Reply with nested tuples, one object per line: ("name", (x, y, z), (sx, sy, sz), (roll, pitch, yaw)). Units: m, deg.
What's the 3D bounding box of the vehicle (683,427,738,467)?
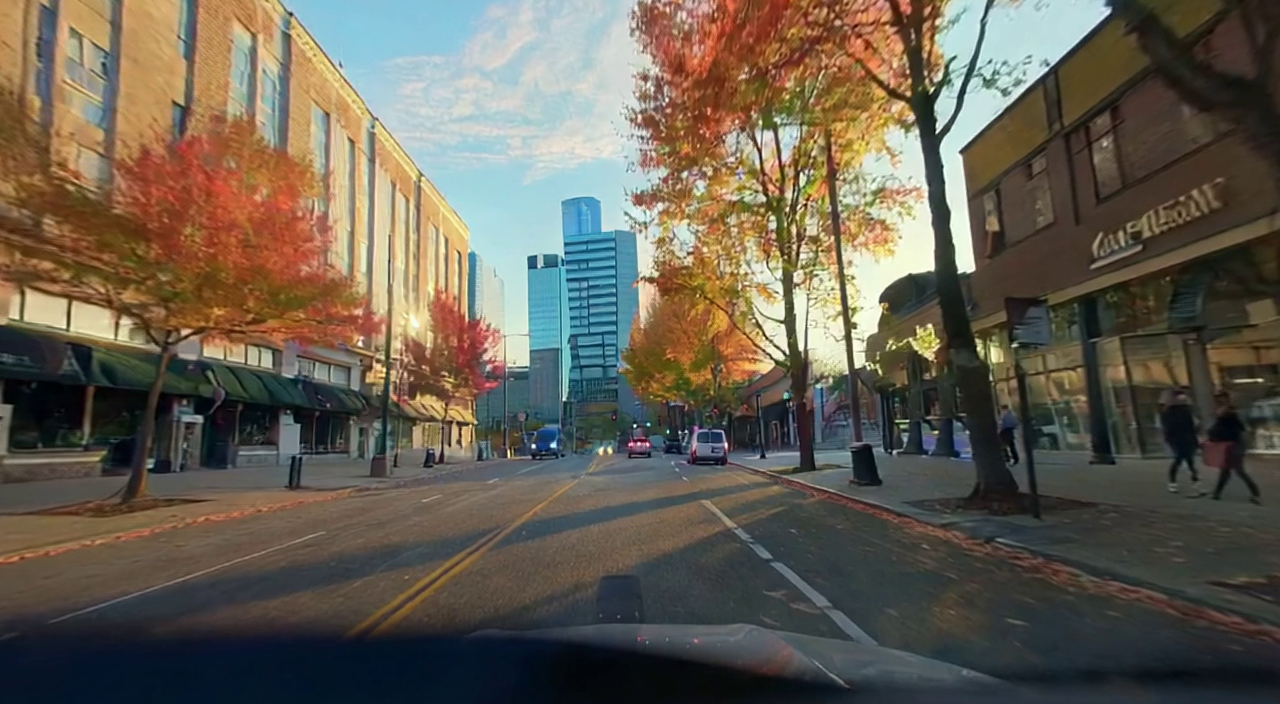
("vehicle", (3.713, 5.126, 34.216), (2.357, 1.986, 5.136), (0, -8, -1))
